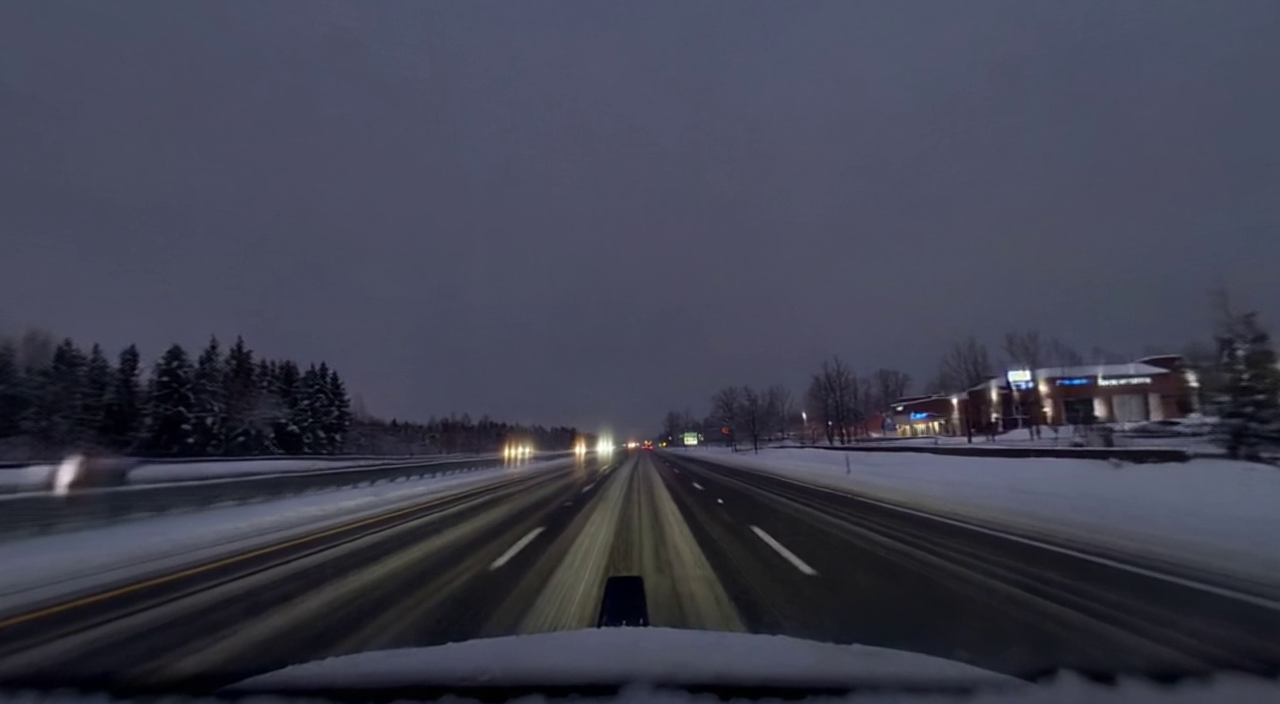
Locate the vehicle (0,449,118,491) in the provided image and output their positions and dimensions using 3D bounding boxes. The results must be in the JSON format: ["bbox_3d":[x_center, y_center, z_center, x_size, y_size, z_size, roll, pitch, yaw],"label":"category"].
[{"bbox_3d":[-28.111,5.529,30.068,2.131,1.778,5.050,0,-8,0],"label":"vehicle"}]
